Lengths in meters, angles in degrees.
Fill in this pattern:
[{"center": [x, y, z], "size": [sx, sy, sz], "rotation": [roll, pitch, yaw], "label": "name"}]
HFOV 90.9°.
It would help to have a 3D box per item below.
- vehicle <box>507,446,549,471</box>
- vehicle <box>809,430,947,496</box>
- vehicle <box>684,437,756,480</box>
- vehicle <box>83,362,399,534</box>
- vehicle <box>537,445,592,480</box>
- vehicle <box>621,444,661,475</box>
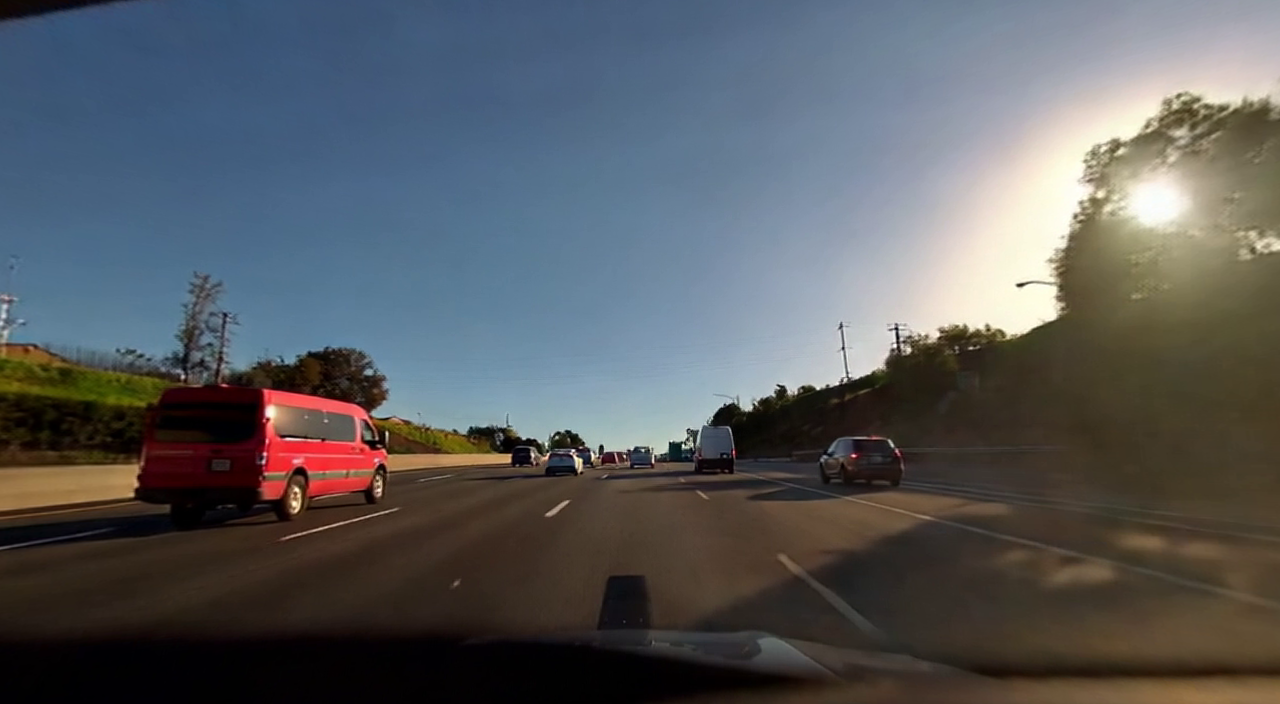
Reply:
[{"center": [-7.525, 7.152, 42.638], "size": [1.961, 1.562, 4.301], "rotation": [0, -9, 1], "label": "vehicle"}, {"center": [7.452, 3.545, 20.593], "size": [2.304, 1.840, 5.706], "rotation": [0, -9, 0], "label": "vehicle"}, {"center": [3.721, 5.140, 30.786], "size": [2.777, 1.895, 5.710], "rotation": [0, -9, 0], "label": "vehicle"}, {"center": [-7.526, 1.978, 13.224], "size": [2.336, 2.708, 6.421], "rotation": [0, -9, 0], "label": "vehicle"}, {"center": [-3.417, 5.099, 29.355], "size": [1.970, 1.483, 4.071], "rotation": [0, -9, 1], "label": "vehicle"}, {"center": [0.077, 6.022, 35.599], "size": [2.115, 1.617, 4.102], "rotation": [0, -9, 1], "label": "vehicle"}]
